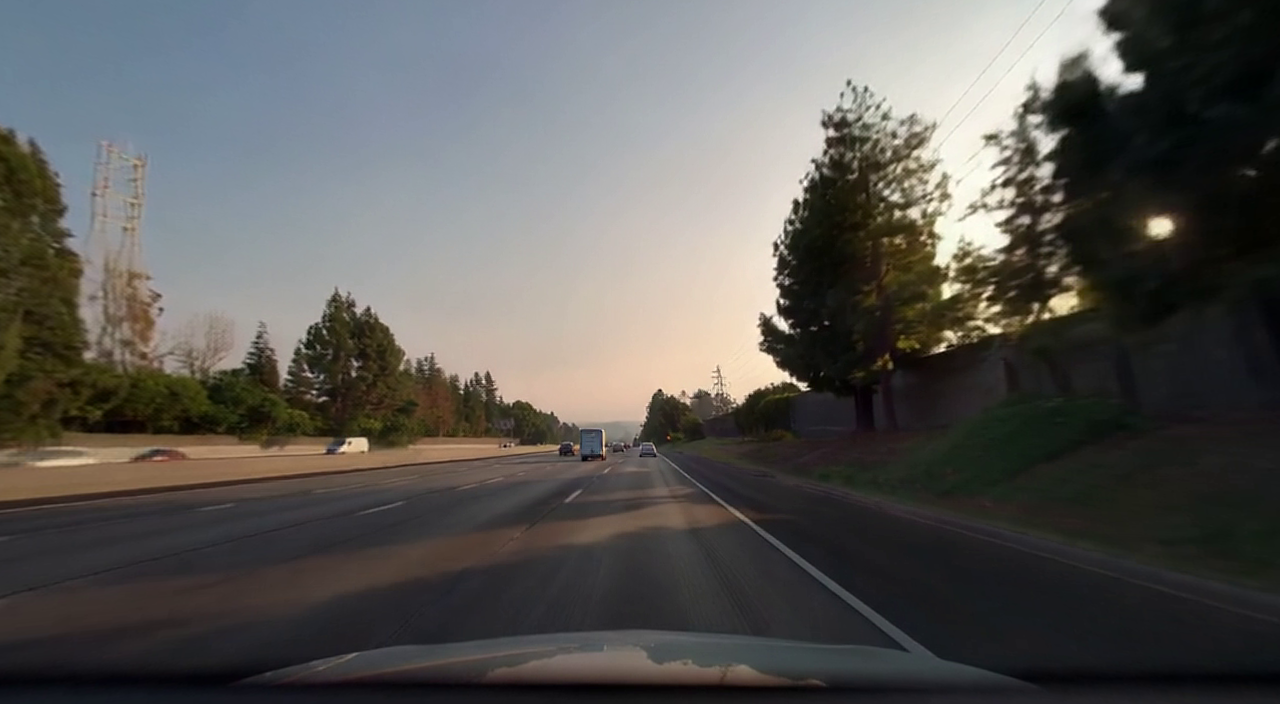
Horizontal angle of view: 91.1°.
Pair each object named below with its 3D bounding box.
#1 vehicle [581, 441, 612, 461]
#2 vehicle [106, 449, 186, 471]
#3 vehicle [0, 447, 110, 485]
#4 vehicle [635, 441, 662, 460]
[{"bbox_3d":[-3.266,7.506,47.698,2.046,1.478,4.111,0,-8,0],"label":"vehicle"},{"bbox_3d":[-35.939,7.865,45.833,1.859,1.473,4.803,0,-8,1],"label":"vehicle"},{"bbox_3d":[-25.299,4.766,26.614,1.825,1.455,4.385,0,-8,0],"label":"vehicle"},{"bbox_3d":[0.642,7.680,49.023,2.057,1.453,3.926,0,-8,0],"label":"vehicle"}]
